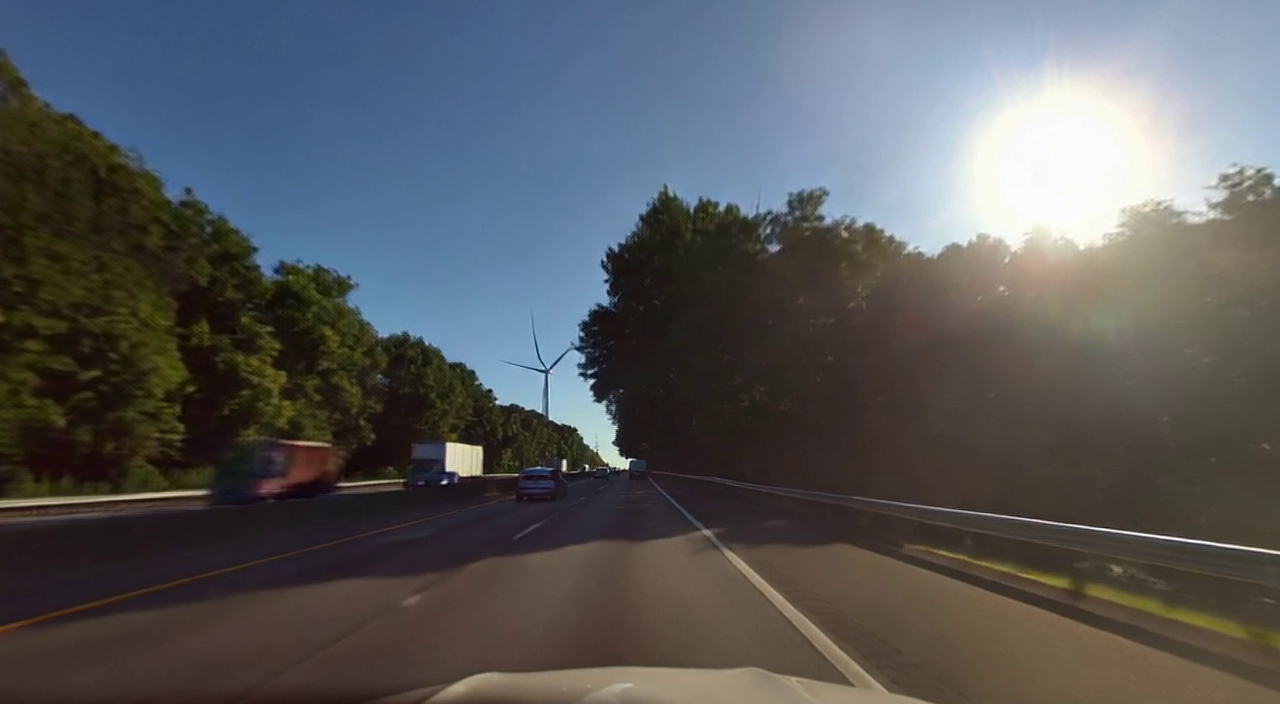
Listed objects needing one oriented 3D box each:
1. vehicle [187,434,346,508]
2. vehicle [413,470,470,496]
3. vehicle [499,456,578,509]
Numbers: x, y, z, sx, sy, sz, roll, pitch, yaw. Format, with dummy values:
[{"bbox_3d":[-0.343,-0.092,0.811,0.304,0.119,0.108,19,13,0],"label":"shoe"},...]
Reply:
[{"bbox_3d":[-16.379,5.349,28.423,2.486,2.808,7.416,1,-11,1],"label":"vehicle"},{"bbox_3d":[-11.868,7.848,37.972,1.929,1.466,4.564,1,-11,0],"label":"vehicle"},{"bbox_3d":[-3.574,4.723,23.081,2.124,1.705,4.440,1,-11,0],"label":"vehicle"}]
